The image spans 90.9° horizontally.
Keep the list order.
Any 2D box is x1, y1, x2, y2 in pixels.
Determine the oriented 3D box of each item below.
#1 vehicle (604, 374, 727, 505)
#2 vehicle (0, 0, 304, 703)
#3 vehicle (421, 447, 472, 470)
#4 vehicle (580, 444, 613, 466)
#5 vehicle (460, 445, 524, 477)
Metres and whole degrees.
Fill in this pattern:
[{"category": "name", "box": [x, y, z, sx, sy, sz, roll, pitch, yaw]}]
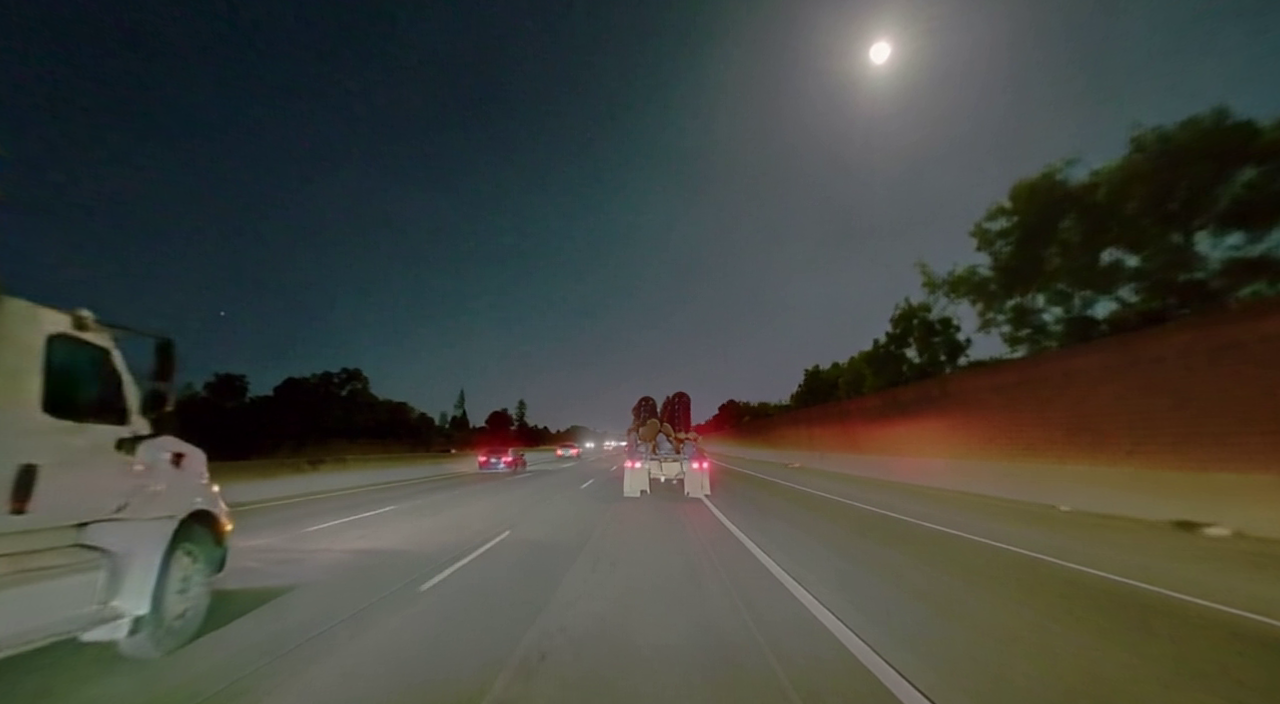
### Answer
[{"category": "vehicle", "box": [0.362, 2.655, 19.067, 2.798, 3.071, 8.412, 0, -8, -4]}, {"category": "vehicle", "box": [-4.199, -0.145, 1.813, 2.998, 3.992, 5.800, 0, -8, 2]}, {"category": "vehicle", "box": [-12.856, 7.086, 42.196, 1.908, 1.473, 4.552, 0, -8, 1]}, {"category": "vehicle", "box": [-3.114, 7.540, 46.327, 1.974, 1.475, 4.538, 0, -8, 1]}, {"category": "vehicle", "box": [-7.389, 5.475, 32.072, 2.006, 1.458, 4.700, 0, -8, 2]}]
